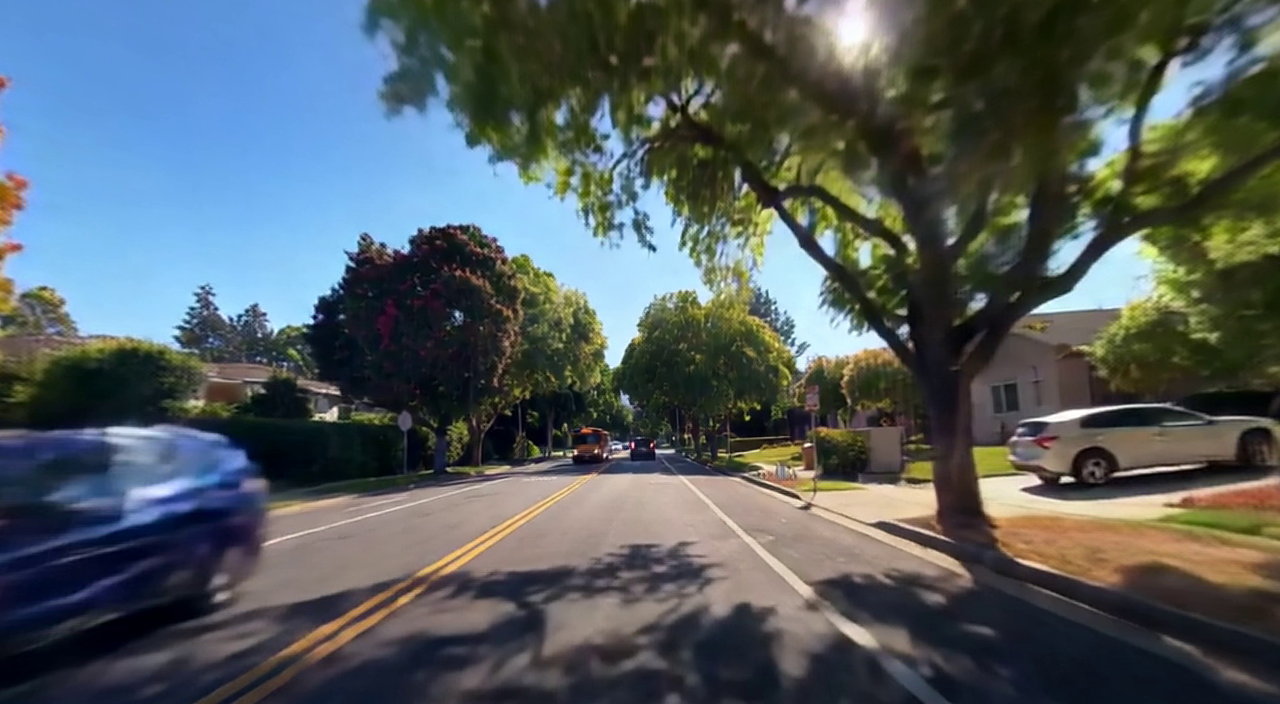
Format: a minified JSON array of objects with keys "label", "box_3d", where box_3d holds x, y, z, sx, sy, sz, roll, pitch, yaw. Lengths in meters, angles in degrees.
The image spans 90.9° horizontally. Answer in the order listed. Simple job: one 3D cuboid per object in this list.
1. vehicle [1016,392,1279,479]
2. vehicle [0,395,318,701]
[{"label":"vehicle","box_3d":[12.097,2.014,15.146,4.693,1.929,2.093,0,-8,1]},{"label":"vehicle","box_3d":[-4.489,1.272,4.398,2.102,1.620,4.575,-5,-8,0]}]
